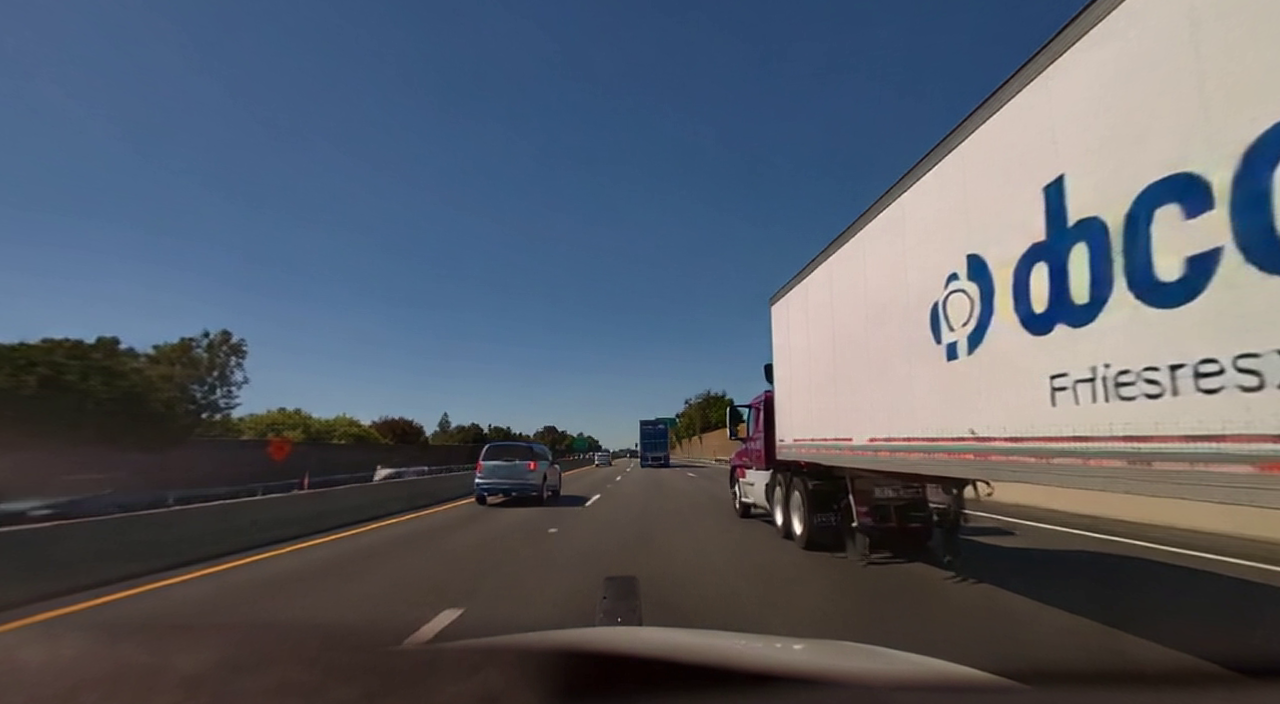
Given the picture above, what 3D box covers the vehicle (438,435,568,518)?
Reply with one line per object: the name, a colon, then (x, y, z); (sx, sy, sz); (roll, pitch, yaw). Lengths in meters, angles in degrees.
vehicle: (-3.099, 2.939, 15.237); (2.160, 1.691, 4.243); (-1, -9, 1)
